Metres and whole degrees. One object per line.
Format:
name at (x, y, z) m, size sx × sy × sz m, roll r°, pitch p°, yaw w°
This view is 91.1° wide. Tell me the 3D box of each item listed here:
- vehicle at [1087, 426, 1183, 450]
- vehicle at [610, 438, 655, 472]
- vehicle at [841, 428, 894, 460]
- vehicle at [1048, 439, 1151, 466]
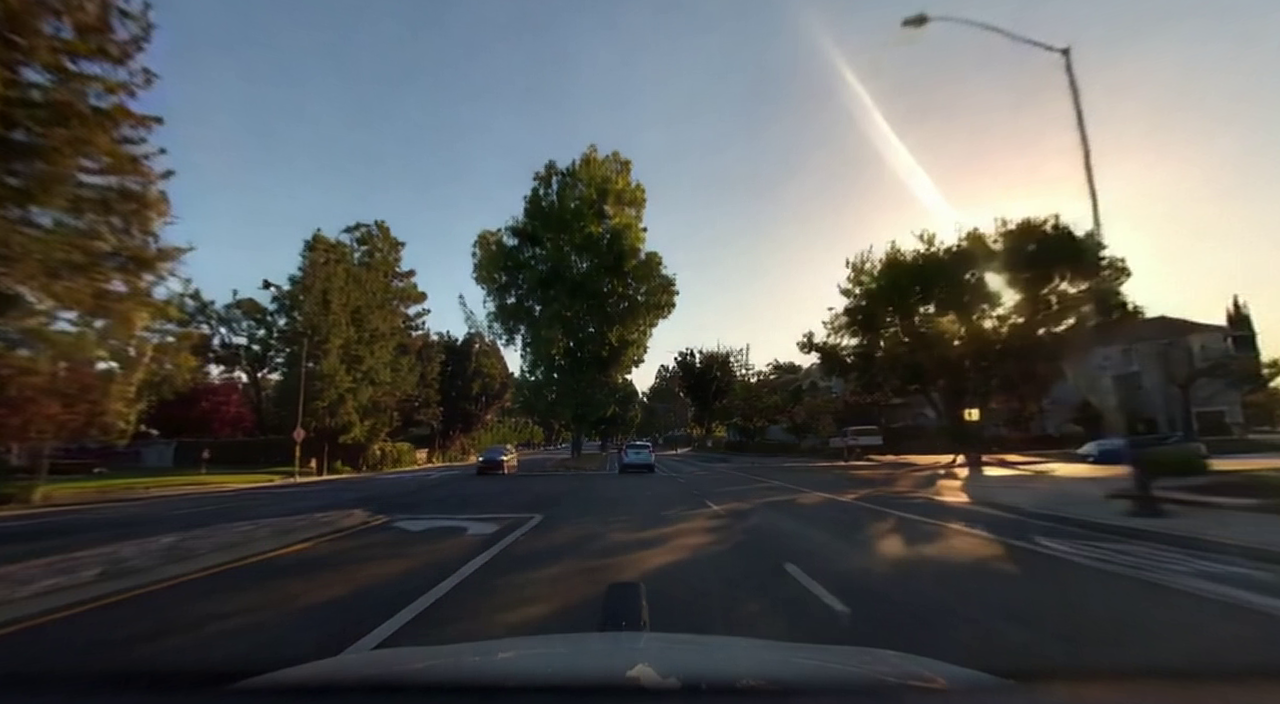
vehicle at (35.630, 6.232, 45.315) m, size 1.847 × 1.578 × 4.998 m, roll 6°, pitch -10°, yaw -36°
vehicle at (-0.500, 5.848, 35.933) m, size 2.165 × 1.783 × 4.391 m, roll 1°, pitch -8°, yaw -6°
vehicle at (14.950, 6.009, 41.024) m, size 2.666 × 1.892 × 5.391 m, roll -4°, pitch -9°, yaw 25°
vehicle at (24.752, 5.393, 33.844) m, size 4.466 × 1.414 × 1.977 m, roll 2°, pitch -9°, yaw -15°
